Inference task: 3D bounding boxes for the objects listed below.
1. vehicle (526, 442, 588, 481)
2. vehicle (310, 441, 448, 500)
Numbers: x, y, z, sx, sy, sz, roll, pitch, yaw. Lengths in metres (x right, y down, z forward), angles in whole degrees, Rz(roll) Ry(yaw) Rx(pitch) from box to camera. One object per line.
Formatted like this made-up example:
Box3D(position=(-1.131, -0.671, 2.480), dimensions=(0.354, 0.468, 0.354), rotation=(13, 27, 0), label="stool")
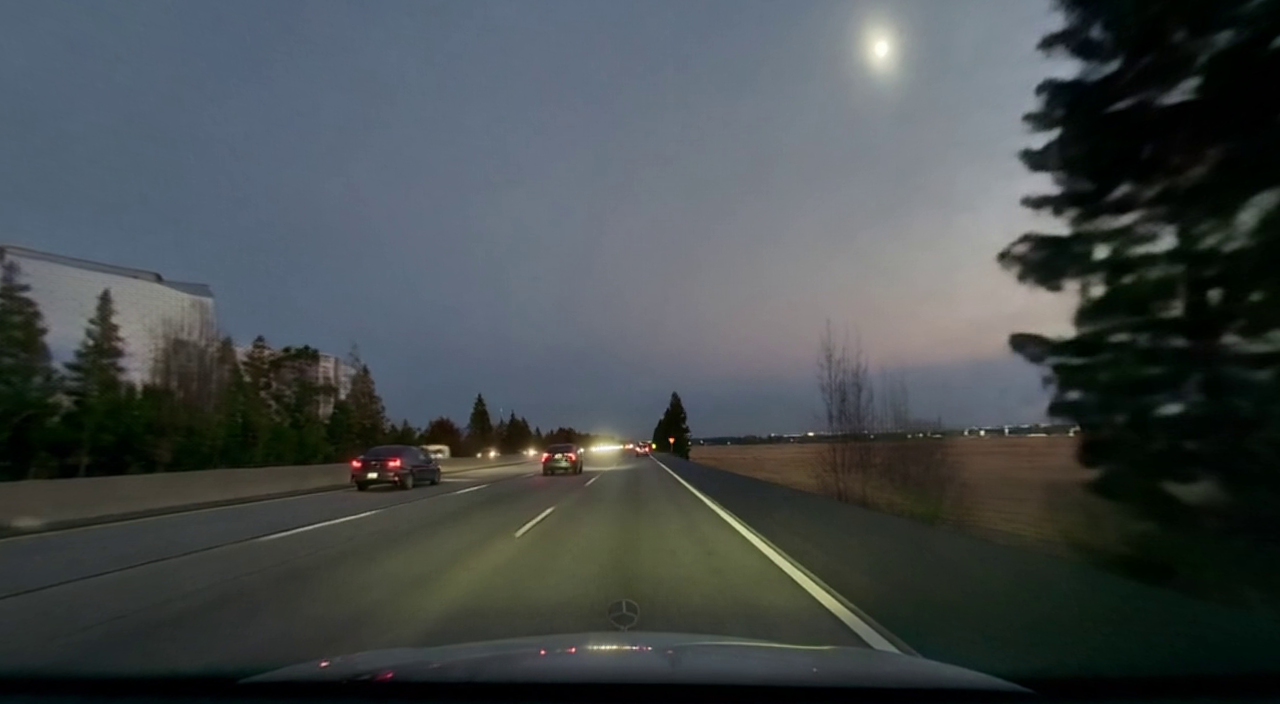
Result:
Box3D(position=(-3.640, 4.917, 28.529), dimensions=(2.083, 1.588, 4.801), rotation=(0, -9, 1), label="vehicle")
Box3D(position=(-7.457, 3.412, 18.595), dimensions=(2.034, 1.523, 4.627), rotation=(0, -9, 1), label="vehicle")
